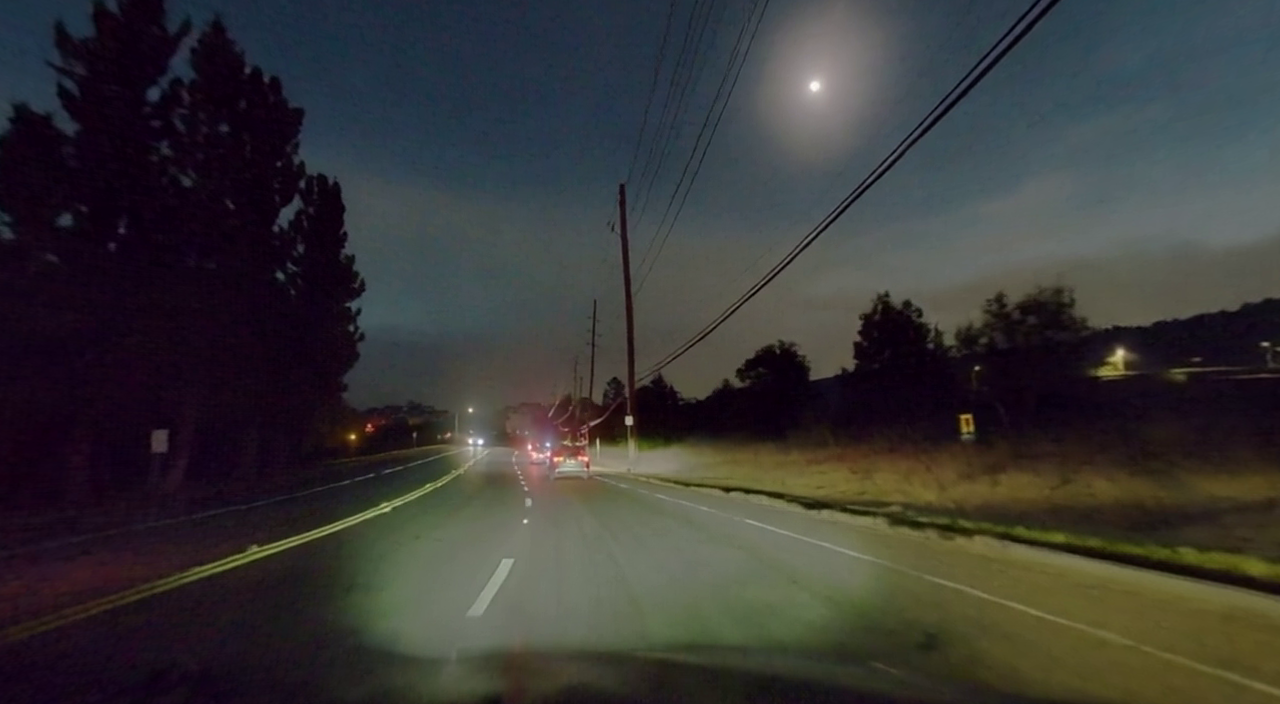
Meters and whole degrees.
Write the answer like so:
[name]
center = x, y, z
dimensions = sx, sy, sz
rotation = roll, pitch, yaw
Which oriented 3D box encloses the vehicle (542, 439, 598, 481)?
[vehicle]
center = -3.405, 5.058, 29.908
dimensions = 2.140, 1.767, 4.720
rotation = 2, -9, -12
